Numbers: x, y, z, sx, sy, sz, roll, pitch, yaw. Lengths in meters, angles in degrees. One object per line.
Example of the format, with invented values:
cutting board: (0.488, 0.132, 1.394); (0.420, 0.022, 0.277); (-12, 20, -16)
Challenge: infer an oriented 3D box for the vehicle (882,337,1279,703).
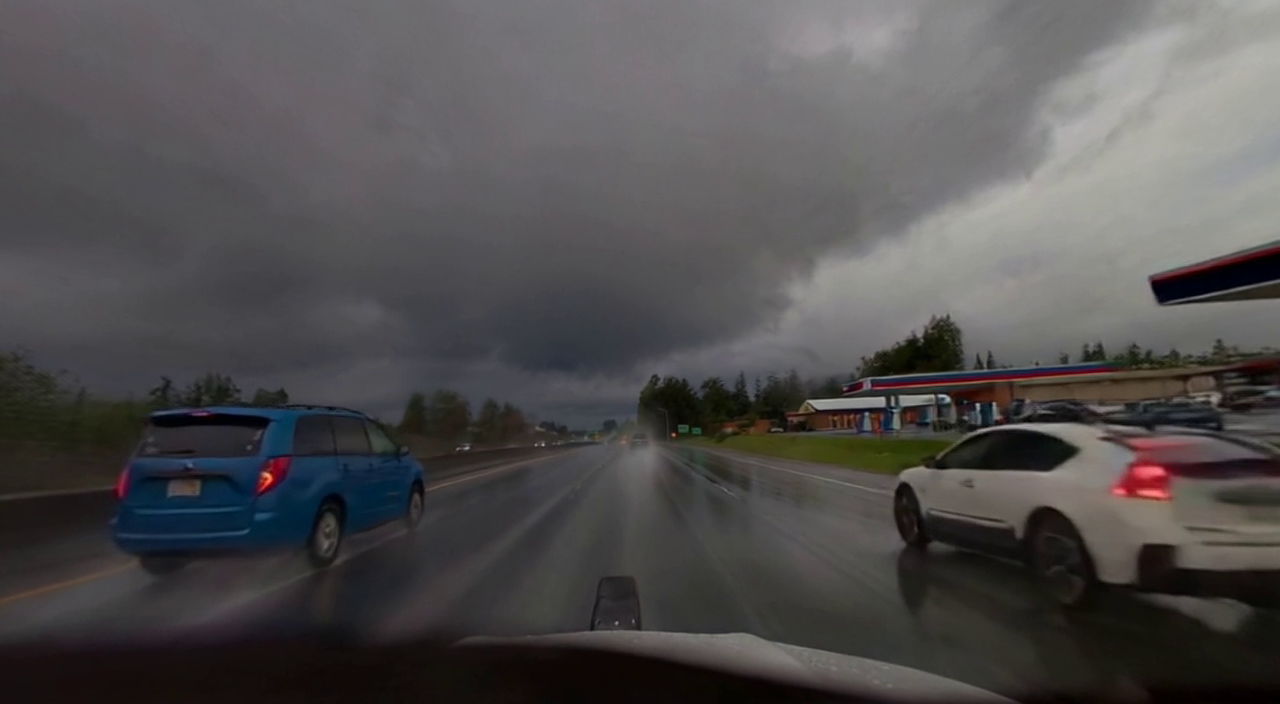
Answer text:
vehicle: (3.794, 0.979, 4.137); (2.496, 1.662, 4.602); (0, -7, -1)

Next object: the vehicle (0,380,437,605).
vehicle: (-4.078, 1.386, 7.216); (2.061, 1.732, 4.457); (-1, -7, 0)

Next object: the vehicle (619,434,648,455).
vehicle: (-0.533, 7.235, 49.693); (2.151, 1.550, 4.694); (0, -8, -1)
